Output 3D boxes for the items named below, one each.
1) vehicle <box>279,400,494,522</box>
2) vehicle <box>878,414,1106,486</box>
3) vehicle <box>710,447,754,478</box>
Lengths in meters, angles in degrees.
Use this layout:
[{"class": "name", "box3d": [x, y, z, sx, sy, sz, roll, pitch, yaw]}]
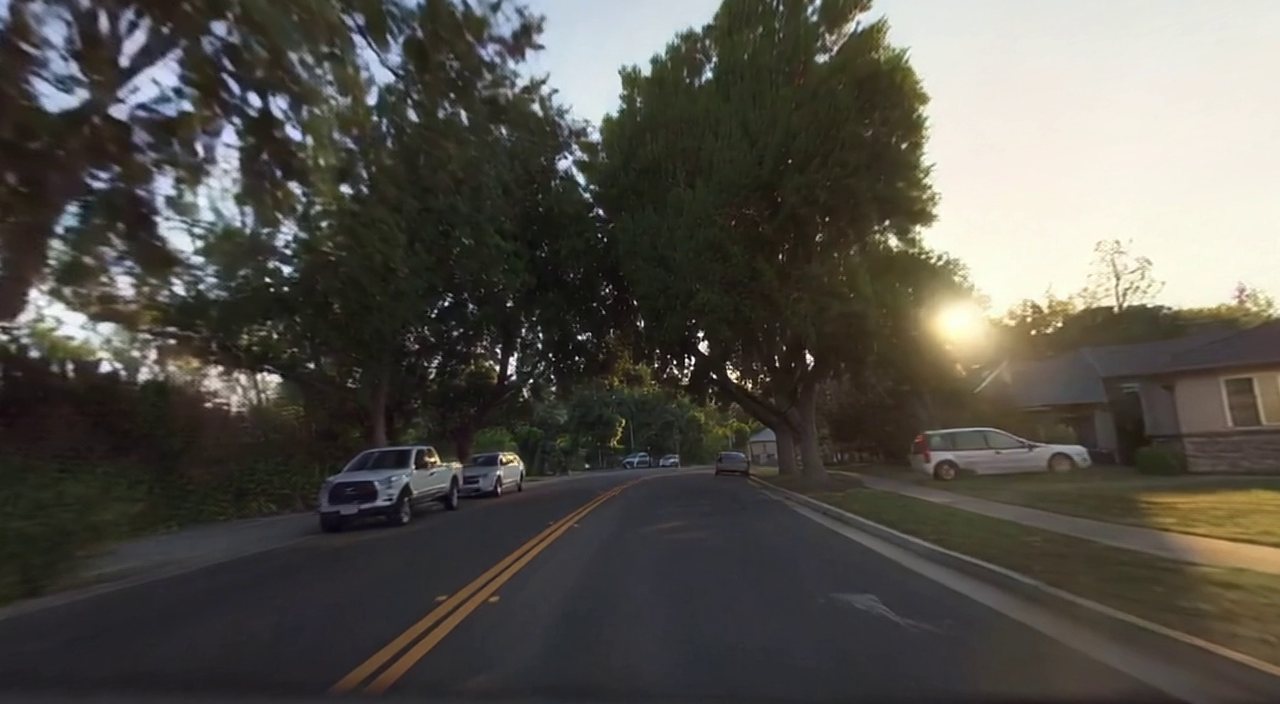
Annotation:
[{"class": "vehicle", "box3d": [-5.634, 2.924, 15.385, 2.334, 2.126, 6.444, -5, -15, 2]}, {"class": "vehicle", "box3d": [10.096, 2.897, 18.607, 5.325, 1.939, 2.150, -2, -9, 9]}, {"class": "vehicle", "box3d": [4.673, 5.497, 31.625, 1.948, 1.408, 4.345, -2, -9, 11]}]
